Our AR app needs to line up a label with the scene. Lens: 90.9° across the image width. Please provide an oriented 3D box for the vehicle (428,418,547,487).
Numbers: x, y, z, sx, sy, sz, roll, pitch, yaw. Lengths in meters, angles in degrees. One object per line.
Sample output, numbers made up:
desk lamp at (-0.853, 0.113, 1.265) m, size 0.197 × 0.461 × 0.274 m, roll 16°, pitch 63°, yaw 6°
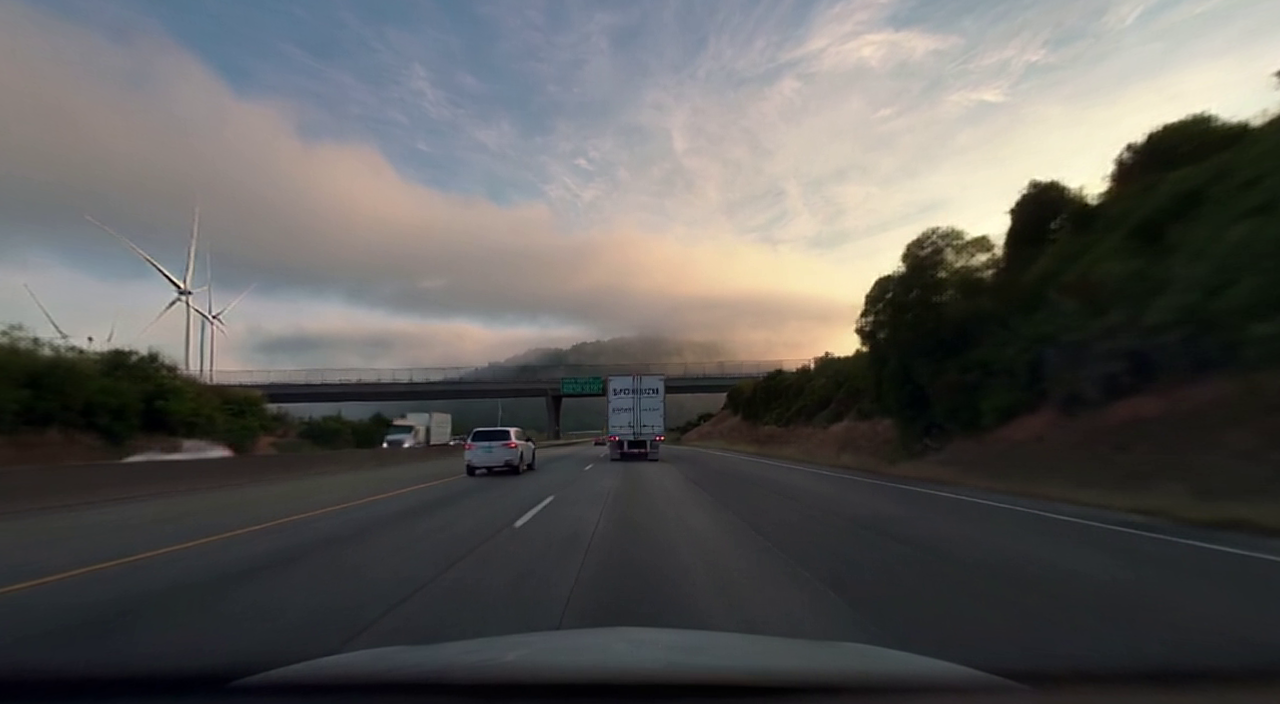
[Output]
vehicle at (-4.130, 2.815, 18.043) m, size 2.167 × 1.686 × 4.946 m, roll 0°, pitch -8°, yaw 0°

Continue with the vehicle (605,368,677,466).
vehicle at (-0.121, 3.481, 32.082) m, size 2.906 × 3.990 × 12.551 m, roll 0°, pitch -8°, yaw -2°
